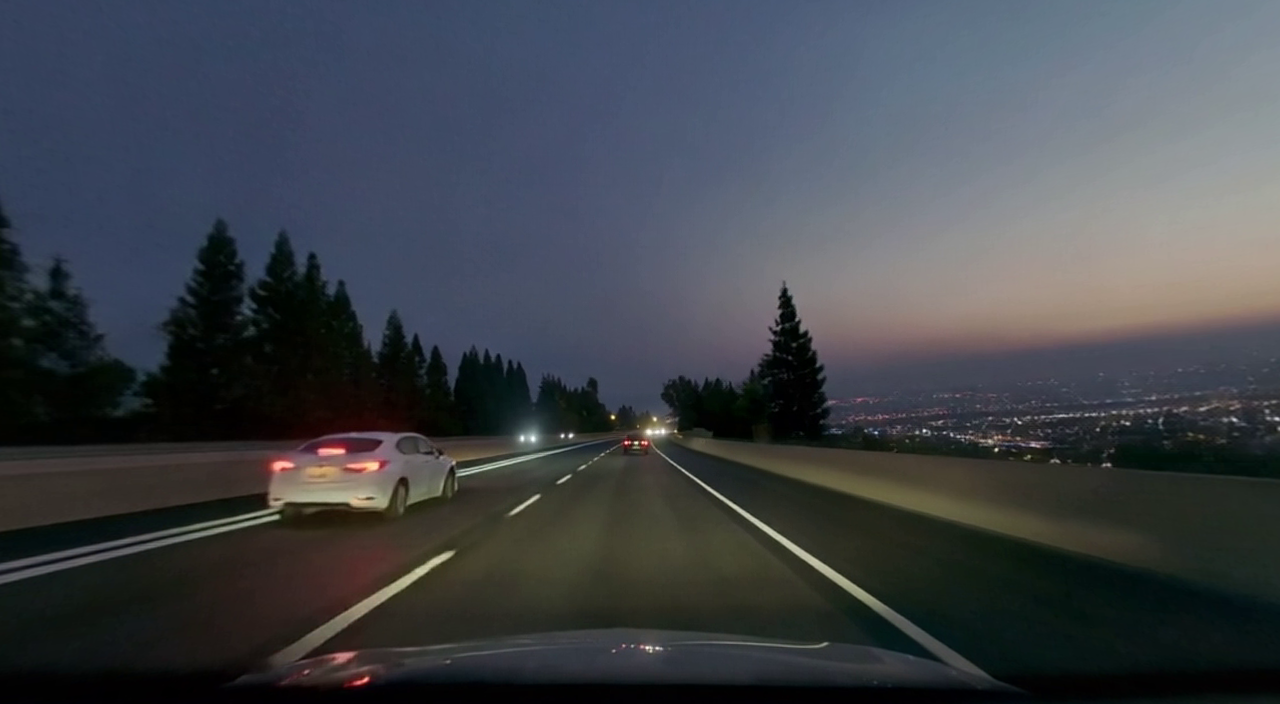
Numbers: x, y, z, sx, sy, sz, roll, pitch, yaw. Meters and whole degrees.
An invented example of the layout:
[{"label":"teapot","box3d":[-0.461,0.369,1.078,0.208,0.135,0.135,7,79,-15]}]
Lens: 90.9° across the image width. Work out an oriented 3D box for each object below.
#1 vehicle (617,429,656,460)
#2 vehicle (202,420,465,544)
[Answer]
[{"label":"vehicle","box3d":[-0.217,5.322,36.420,2.134,1.654,4.174,0,-8,-1]},{"label":"vehicle","box3d":[-4.291,1.858,9.729,2.030,1.491,4.046,0,-8,0]}]
